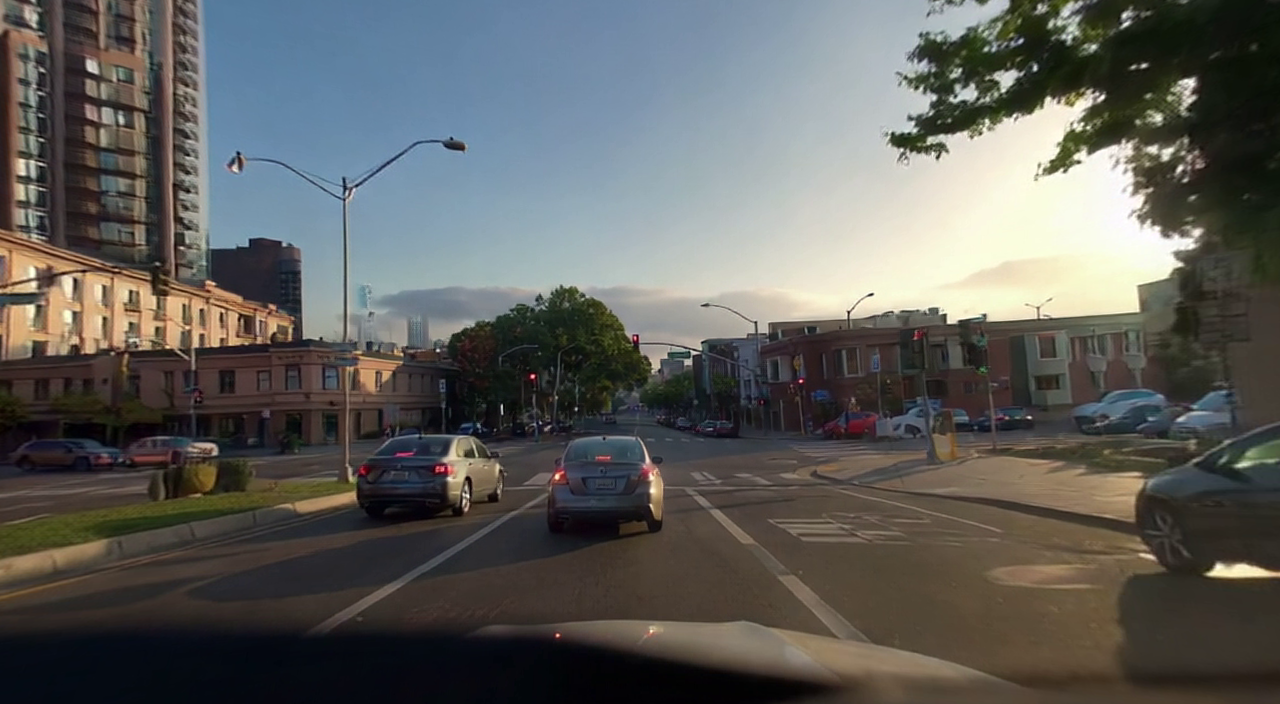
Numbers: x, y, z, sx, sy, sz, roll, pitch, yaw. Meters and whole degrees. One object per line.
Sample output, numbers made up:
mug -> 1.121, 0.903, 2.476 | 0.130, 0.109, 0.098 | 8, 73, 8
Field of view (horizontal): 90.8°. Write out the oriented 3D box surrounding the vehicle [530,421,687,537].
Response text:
vehicle -> -0.430, 1.985, 10.416 | 2.082, 1.520, 3.896 | 0, -8, 0

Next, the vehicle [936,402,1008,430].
vehicle -> 21.166, 4.115, 40.187 | 5.017, 1.542, 2.055 | 6, -11, -38

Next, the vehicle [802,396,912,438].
vehicle -> 13.777, 4.186, 40.127 | 6.541, 2.480, 2.259 | 3, -9, -19

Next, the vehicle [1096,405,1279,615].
vehicle -> 6.209, 1.244, 4.850 | 1.904, 1.705, 4.510 | 0, -8, -2

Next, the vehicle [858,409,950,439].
vehicle -> 15.176, 4.150, 36.270 | 4.775, 1.604, 1.915 | 3, -9, -21

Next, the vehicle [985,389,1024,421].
vehicle -> 27.060, 3.992, 46.798 | 2.152, 1.993, 5.078 | -6, -10, 31

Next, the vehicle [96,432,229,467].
vehicle -> -21.349, 4.375, 28.372 | 4.453, 1.471, 1.921 | -1, -8, 3

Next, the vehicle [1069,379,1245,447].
vehicle -> 21.661, 2.642, 26.598 | 5.756, 2.653, 2.403 | 1, -9, -11

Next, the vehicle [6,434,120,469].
vehicle -> -32.467, 5.611, 35.674 | 4.280, 1.857, 2.136 | 0, -8, 1

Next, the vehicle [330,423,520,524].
vehicle -> -3.690, 2.174, 11.859 | 1.934, 1.522, 4.464 | 0, -8, 1
